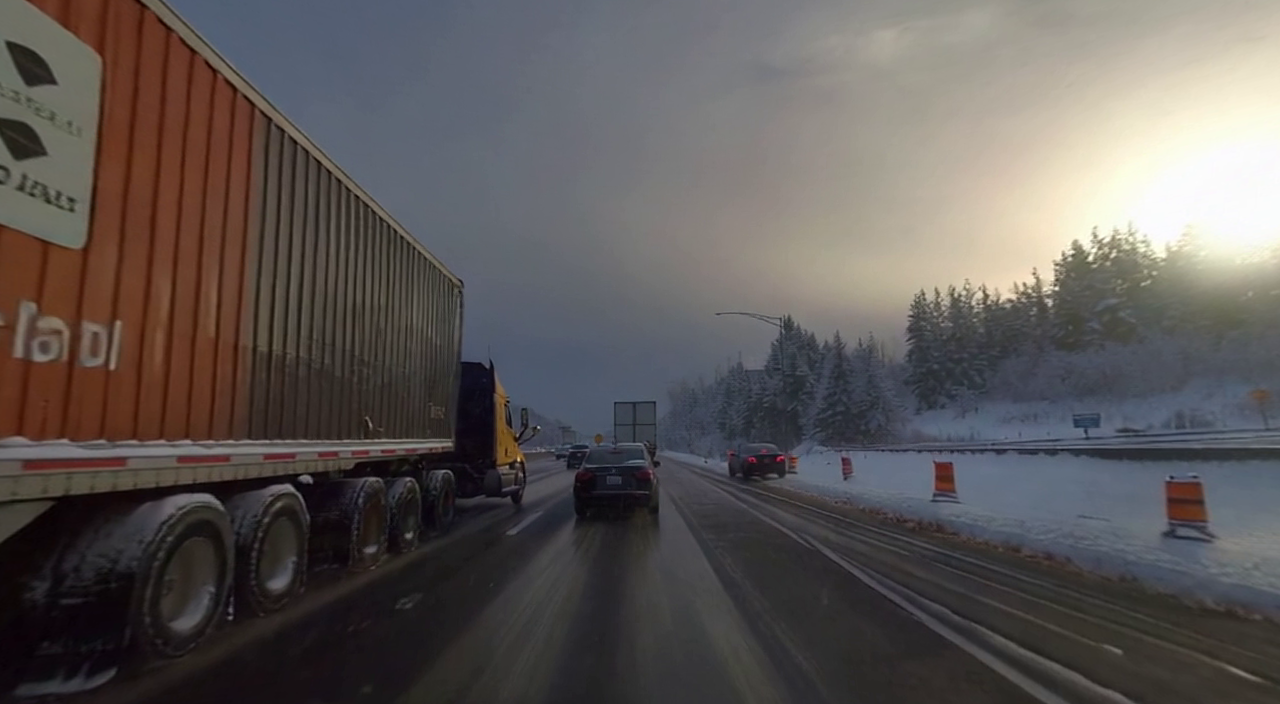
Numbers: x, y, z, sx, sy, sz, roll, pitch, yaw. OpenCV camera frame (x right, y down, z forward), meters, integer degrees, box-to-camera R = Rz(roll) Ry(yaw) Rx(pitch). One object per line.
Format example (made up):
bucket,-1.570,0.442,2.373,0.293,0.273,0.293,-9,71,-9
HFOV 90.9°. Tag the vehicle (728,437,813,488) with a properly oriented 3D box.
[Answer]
vehicle,4.406,3.780,21.911,1.937,1.601,3.798,0,-9,-3

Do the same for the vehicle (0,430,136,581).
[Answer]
vehicle,-7.300,1.403,5.504,2.013,1.466,4.563,0,-9,0

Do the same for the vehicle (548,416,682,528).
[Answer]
vehicle,-0.361,2.233,12.176,2.152,1.779,3.924,0,-9,1

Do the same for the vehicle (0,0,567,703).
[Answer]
vehicle,-3.722,0.870,11.098,2.857,4.063,16.026,0,-8,0
